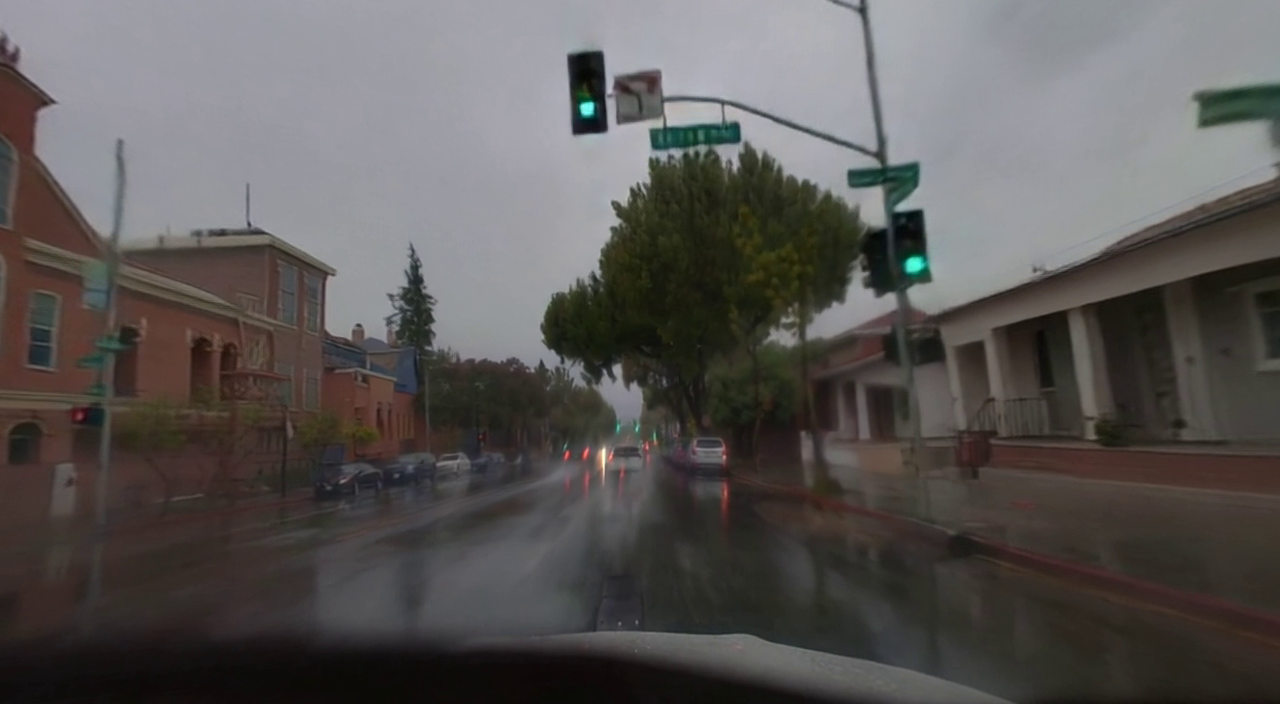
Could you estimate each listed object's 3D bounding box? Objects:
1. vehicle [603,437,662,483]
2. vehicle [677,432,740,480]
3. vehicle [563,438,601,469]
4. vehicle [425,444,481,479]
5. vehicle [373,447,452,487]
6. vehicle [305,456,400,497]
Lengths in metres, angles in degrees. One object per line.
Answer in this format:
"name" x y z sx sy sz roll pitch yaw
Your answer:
"vehicle" -0.264 3.939 23.303 1.998 1.518 4.015 0 -8 -1
"vehicle" 2.627 4.130 25.199 1.969 1.725 4.387 0 -8 -1
"vehicle" -3.631 6.366 39.814 1.983 1.841 4.013 0 -8 0
"vehicle" -12.370 7.259 42.025 2.210 2.148 4.849 0 -8 0
"vehicle" -12.233 6.181 34.332 2.109 1.941 6.025 0 -8 -1
"vehicle" -12.092 5.254 26.831 1.913 1.475 4.372 0 -8 1
